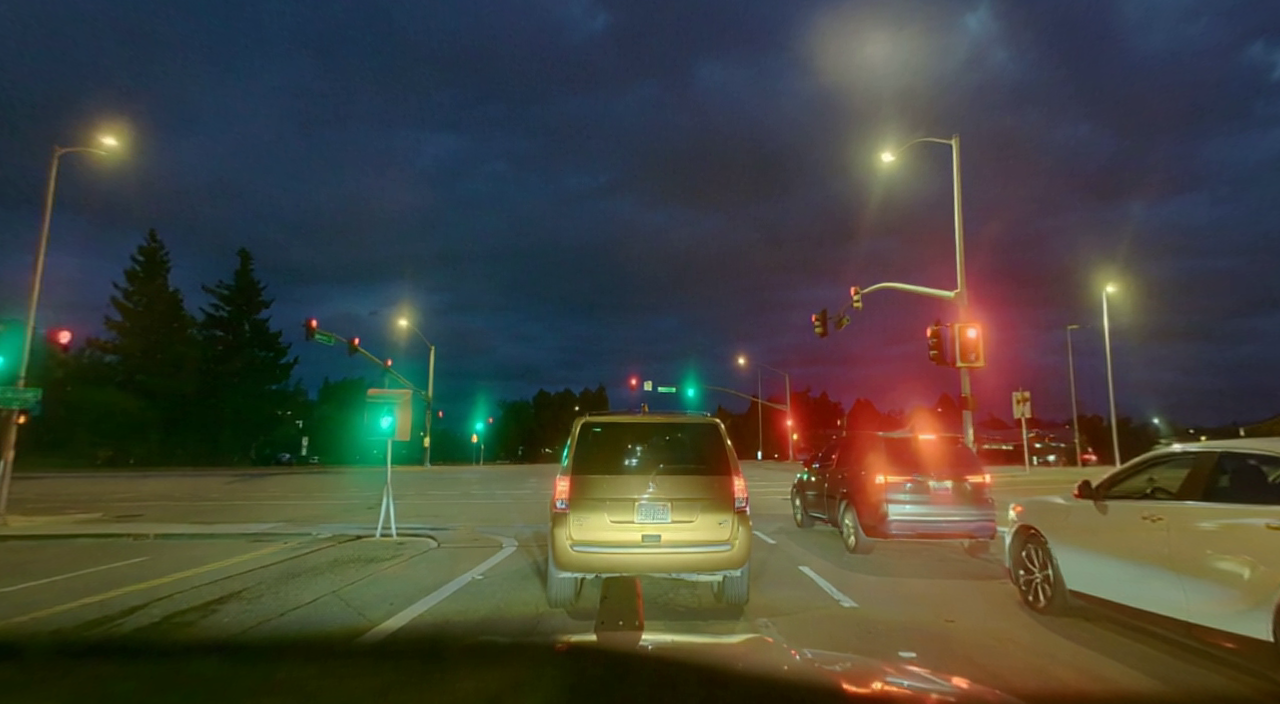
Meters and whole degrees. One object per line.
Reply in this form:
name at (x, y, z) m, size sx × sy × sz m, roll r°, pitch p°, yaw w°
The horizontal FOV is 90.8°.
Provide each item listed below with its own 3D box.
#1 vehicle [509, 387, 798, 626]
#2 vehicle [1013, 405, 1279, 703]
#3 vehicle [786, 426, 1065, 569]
vehicle at (0.103, 1.494, 7.075) m, size 2.170 × 1.793 × 4.468 m, roll 0°, pitch -8°, yaw 0°
vehicle at (3.155, 0.815, 1.439) m, size 1.924 × 1.466 × 4.461 m, roll 0°, pitch -8°, yaw 1°
vehicle at (3.526, 1.860, 8.866) m, size 1.861 × 1.495 × 4.215 m, roll 0°, pitch -8°, yaw -1°
